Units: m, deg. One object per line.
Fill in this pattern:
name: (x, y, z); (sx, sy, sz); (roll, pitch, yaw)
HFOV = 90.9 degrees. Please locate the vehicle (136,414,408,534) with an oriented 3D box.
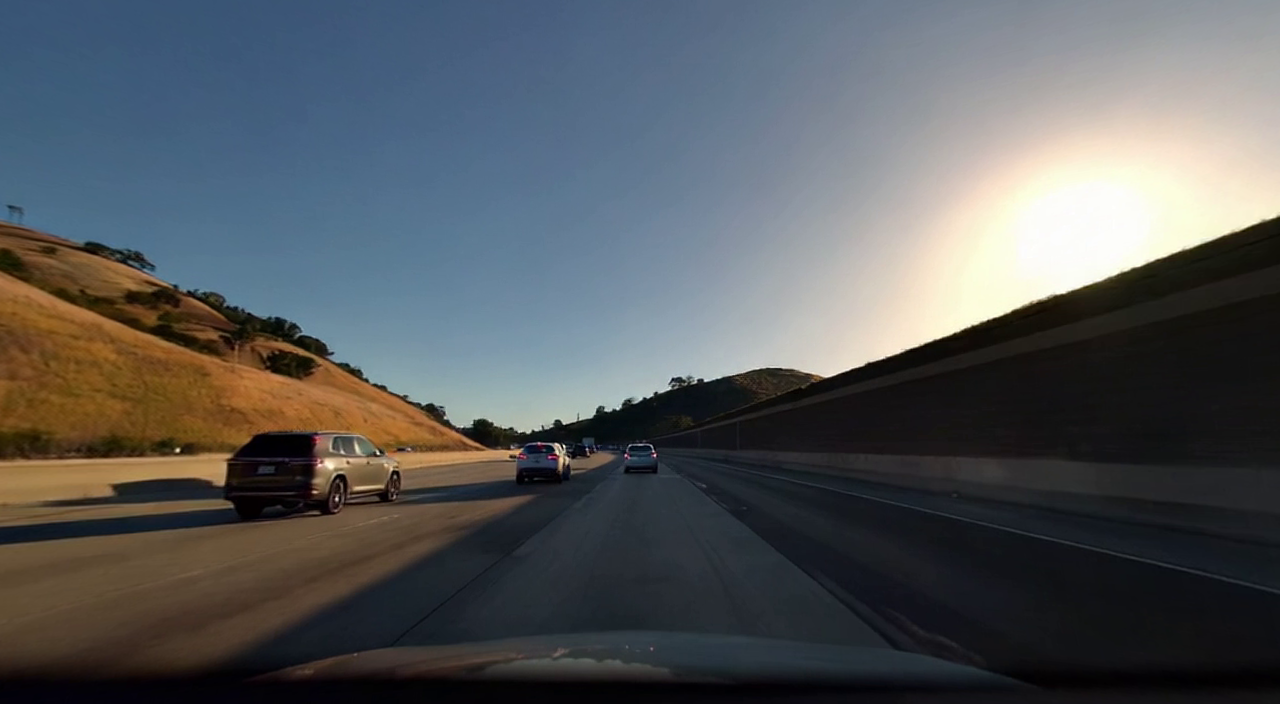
vehicle: (-6.706, 2.294, 12.474); (2.108, 1.856, 5.214); (0, -9, 1)

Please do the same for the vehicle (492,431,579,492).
vehicle: (-3.404, 3.672, 21.483); (2.093, 1.820, 4.506); (0, -9, 1)

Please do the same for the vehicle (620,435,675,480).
vehicle: (0.292, 4.603, 27.716); (2.233, 1.804, 4.273); (0, -9, -1)
